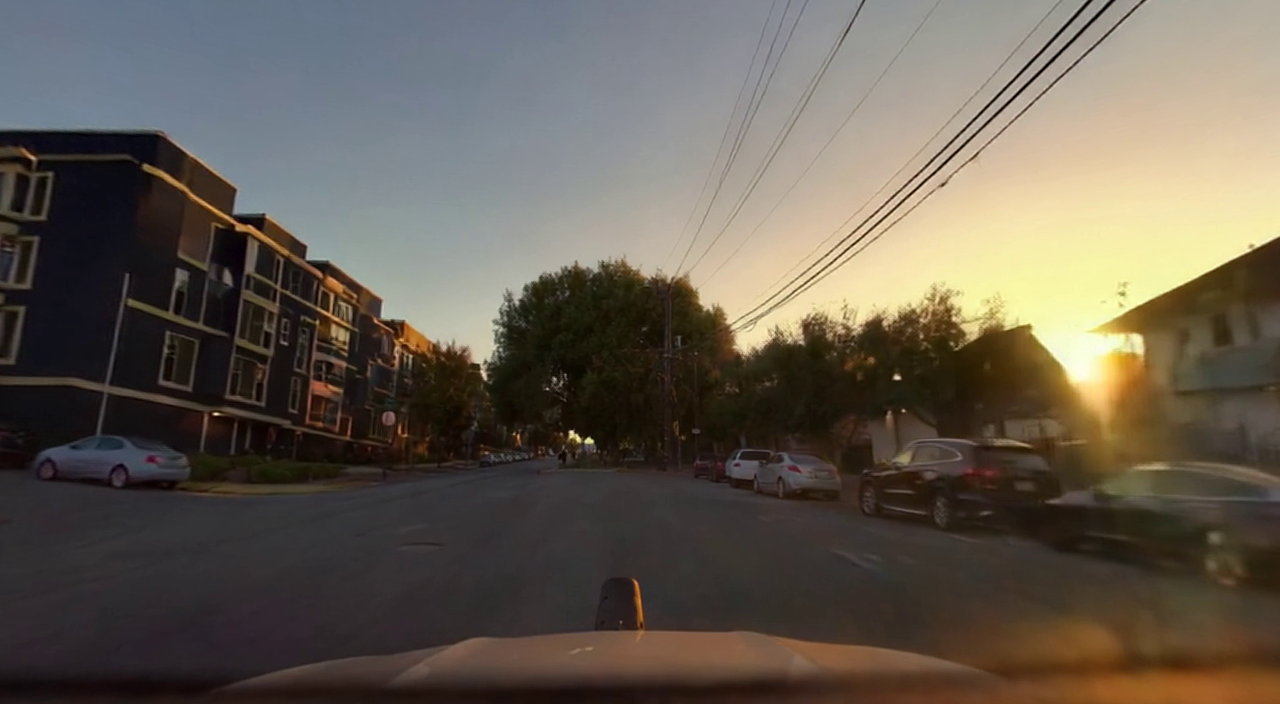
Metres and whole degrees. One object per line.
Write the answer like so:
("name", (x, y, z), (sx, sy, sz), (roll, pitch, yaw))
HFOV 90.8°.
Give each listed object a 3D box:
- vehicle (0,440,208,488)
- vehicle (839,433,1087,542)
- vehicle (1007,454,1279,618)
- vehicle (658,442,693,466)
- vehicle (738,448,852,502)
("vehicle", (-16.407, 3.407, 19.490), (4.603, 1.335, 1.889), (2, -9, -14))
("vehicle", (5.978, 2.516, 12.591), (1.917, 1.704, 4.840), (1, -8, -7))
("vehicle", (6.469, 1.885, 7.185), (1.900, 1.368, 4.176), (1, -8, -3))
("vehicle", (2.729, 8.012, 49.708), (2.386, 1.752, 4.376), (0, -8, -3))
("vehicle", (5.032, 4.034, 21.313), (2.122, 1.554, 4.777), (1, -8, -7))
